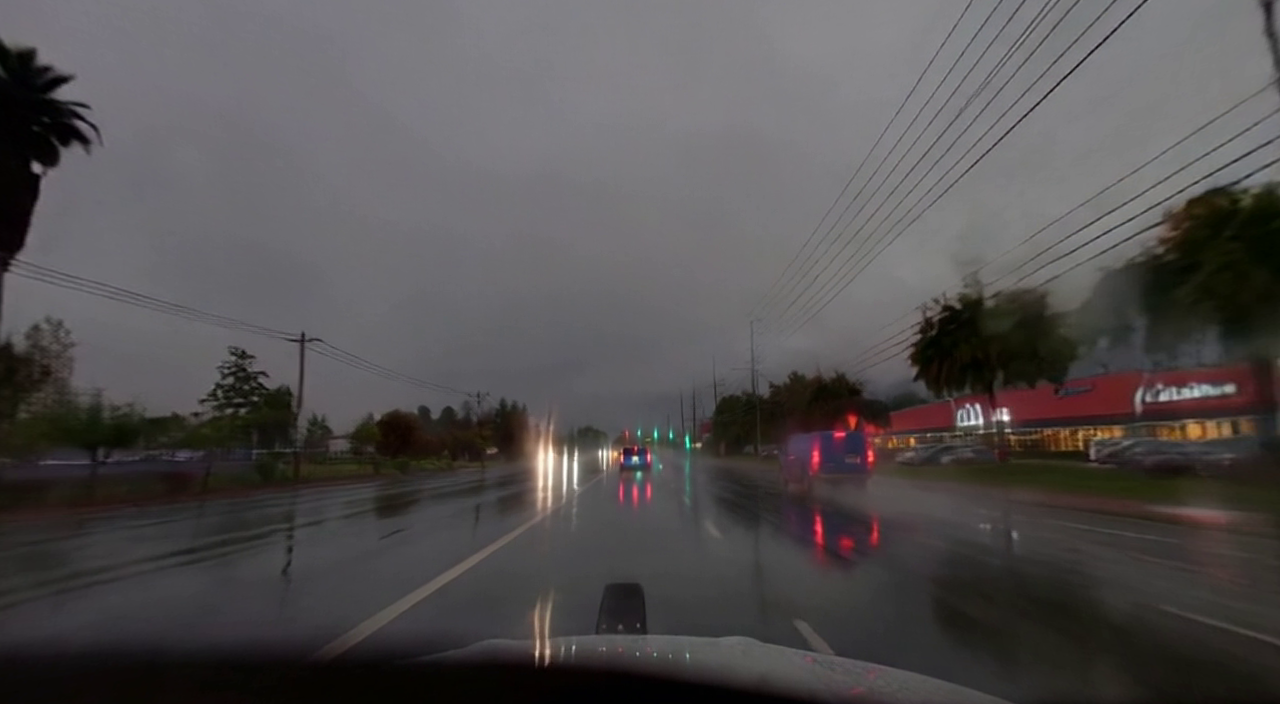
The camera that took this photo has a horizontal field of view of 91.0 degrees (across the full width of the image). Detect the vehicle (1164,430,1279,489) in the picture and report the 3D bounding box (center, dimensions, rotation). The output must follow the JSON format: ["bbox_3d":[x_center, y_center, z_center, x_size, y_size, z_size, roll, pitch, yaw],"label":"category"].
[{"bbox_3d":[18.115,3.060,18.091,4.075,1.575,2.171,-1,-9,1],"label":"vehicle"}]

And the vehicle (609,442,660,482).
[{"bbox_3d":[-0.242,4.957,28.673,2.138,1.672,4.168,0,-9,0],"label":"vehicle"}]

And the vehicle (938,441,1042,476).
[{"bbox_3d":[17.718,5.398,32.026,4.008,1.432,1.913,-4,-9,0],"label":"vehicle"}]

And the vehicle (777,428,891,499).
[{"bbox_3d":[5.868,3.427,19.691,2.107,1.928,4.471,0,-9,0],"label":"vehicle"}]
